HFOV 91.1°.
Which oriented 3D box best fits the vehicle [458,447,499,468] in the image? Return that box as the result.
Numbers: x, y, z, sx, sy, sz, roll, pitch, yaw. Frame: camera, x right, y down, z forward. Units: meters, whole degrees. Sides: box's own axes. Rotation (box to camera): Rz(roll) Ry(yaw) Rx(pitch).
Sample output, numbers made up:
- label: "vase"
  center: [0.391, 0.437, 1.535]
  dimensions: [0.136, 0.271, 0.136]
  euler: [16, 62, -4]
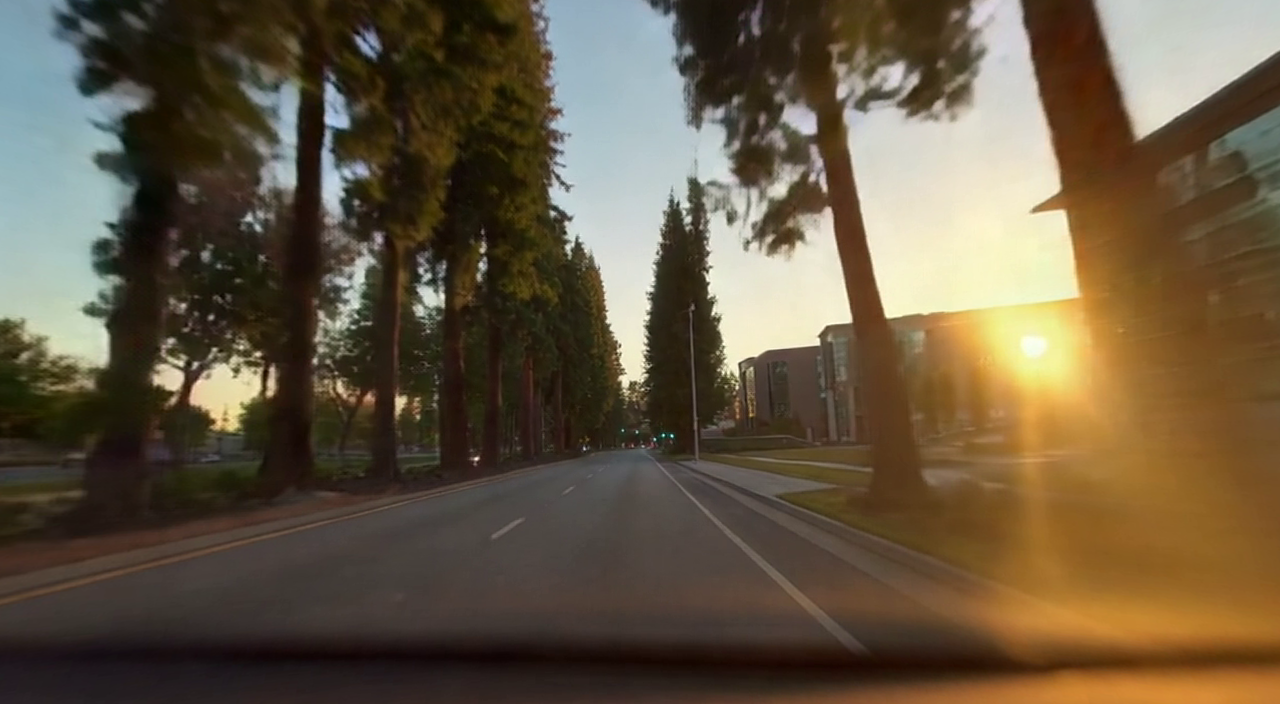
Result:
- label: "vehicle"
  center: [-11.910, 7.813, 46.569]
  dimensions: [1.881, 1.445, 4.280]
  euler: [0, -8, 1]
